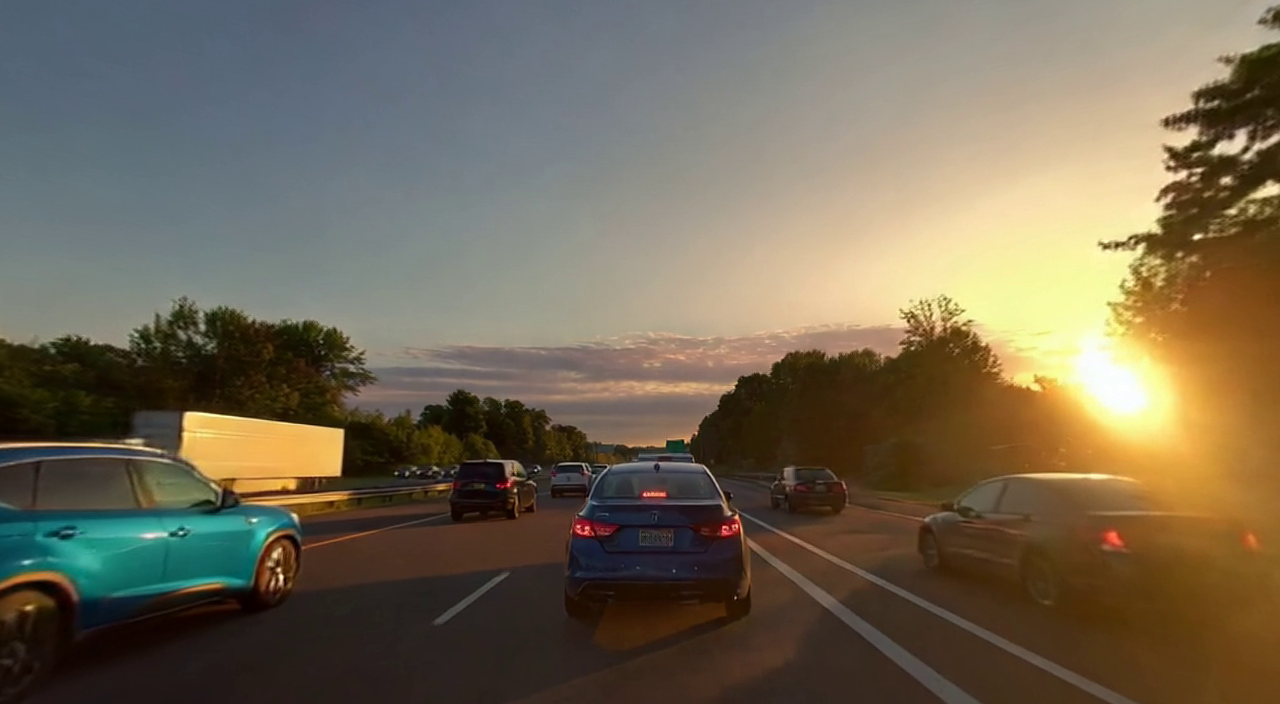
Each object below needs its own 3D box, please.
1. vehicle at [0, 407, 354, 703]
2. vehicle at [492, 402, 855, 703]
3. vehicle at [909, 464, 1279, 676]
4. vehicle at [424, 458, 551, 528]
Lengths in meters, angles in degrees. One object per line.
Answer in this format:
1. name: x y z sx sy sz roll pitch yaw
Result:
1. vehicle: -3.914 1.269 4.156 1.994 1.556 4.263 1 -11 0
2. vehicle: 0.175 1.546 5.740 2.057 1.725 4.126 1 -11 -1
3. vehicle: 4.600 1.872 6.423 1.870 1.382 4.287 1 -11 1
4. vehicle: -3.709 3.560 16.299 1.960 1.502 4.593 0 -11 3
